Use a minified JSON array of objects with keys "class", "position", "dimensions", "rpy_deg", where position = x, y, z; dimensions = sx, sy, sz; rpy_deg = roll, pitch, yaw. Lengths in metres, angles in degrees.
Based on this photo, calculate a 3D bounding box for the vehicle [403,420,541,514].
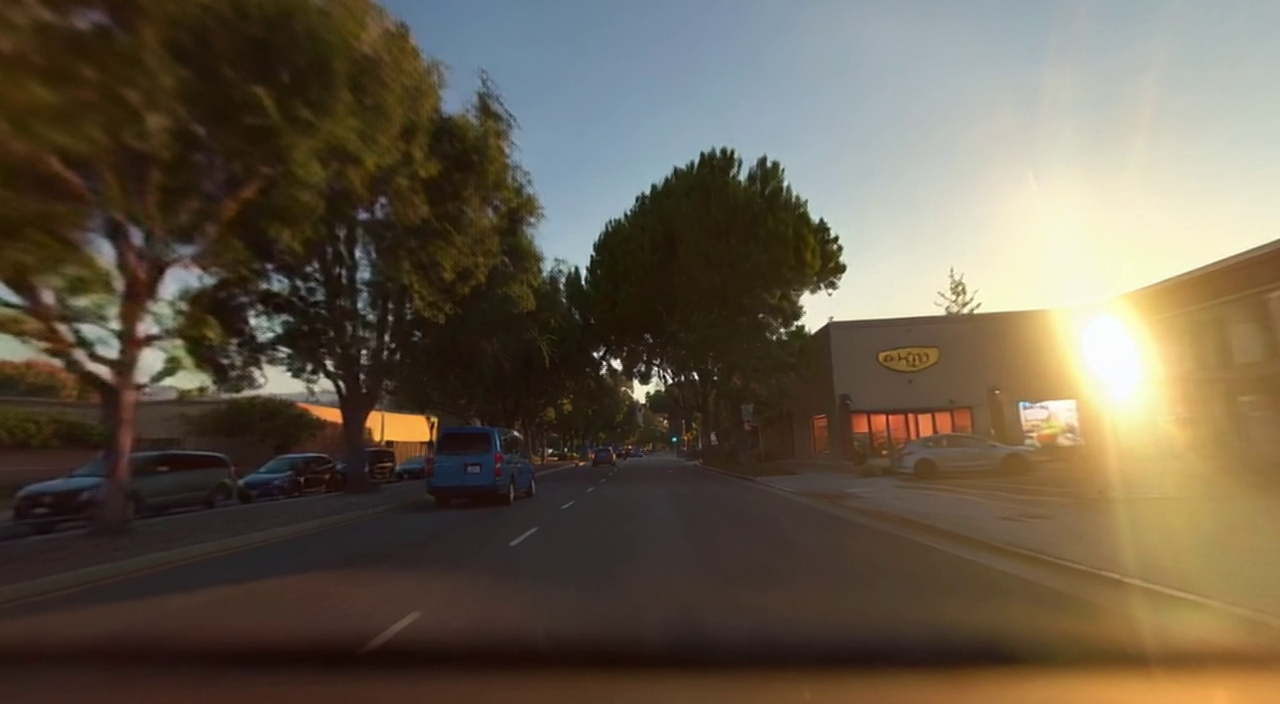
[{"class":"vehicle","position":[-3.996,2.832,15.971],"dimensions":[2.152,1.987,4.952],"rpy_deg":[0,-9,0]}]

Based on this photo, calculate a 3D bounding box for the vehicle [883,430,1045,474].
[{"class":"vehicle","position":[11.325,3.534,22.230],"dimensions":[4.607,1.471,1.982],"rpy_deg":[0,-9,1]}]

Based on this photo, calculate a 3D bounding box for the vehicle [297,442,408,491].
[{"class":"vehicle","position":[-11.752,4.693,26.126],"dimensions":[2.332,1.815,4.639],"rpy_deg":[-1,-9,1]}]

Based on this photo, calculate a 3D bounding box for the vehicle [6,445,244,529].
[{"class":"vehicle","position":[-11.780,3.054,14.867],"dimensions":[2.044,1.649,4.211],"rpy_deg":[0,-9,-1]}]
